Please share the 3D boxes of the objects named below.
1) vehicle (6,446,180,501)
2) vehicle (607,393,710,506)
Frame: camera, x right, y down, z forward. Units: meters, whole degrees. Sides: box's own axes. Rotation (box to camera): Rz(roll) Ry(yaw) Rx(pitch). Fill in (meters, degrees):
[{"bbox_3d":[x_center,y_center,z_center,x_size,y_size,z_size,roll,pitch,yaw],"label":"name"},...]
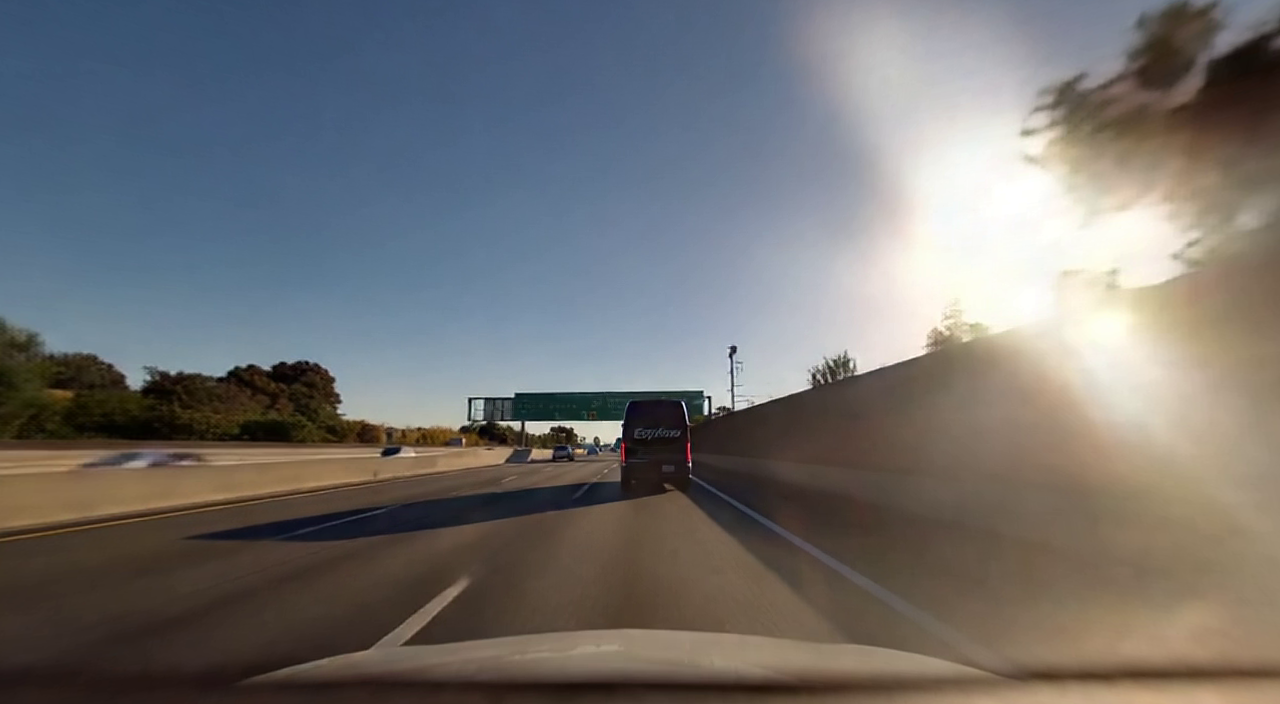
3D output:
[{"bbox_3d":[-15.762,3.488,18.486,1.651,1.410,3.840,0,-9,0],"label":"vehicle"},{"bbox_3d":[0.337,2.622,17.124,2.332,2.558,5.314,0,-9,-2],"label":"vehicle"}]
